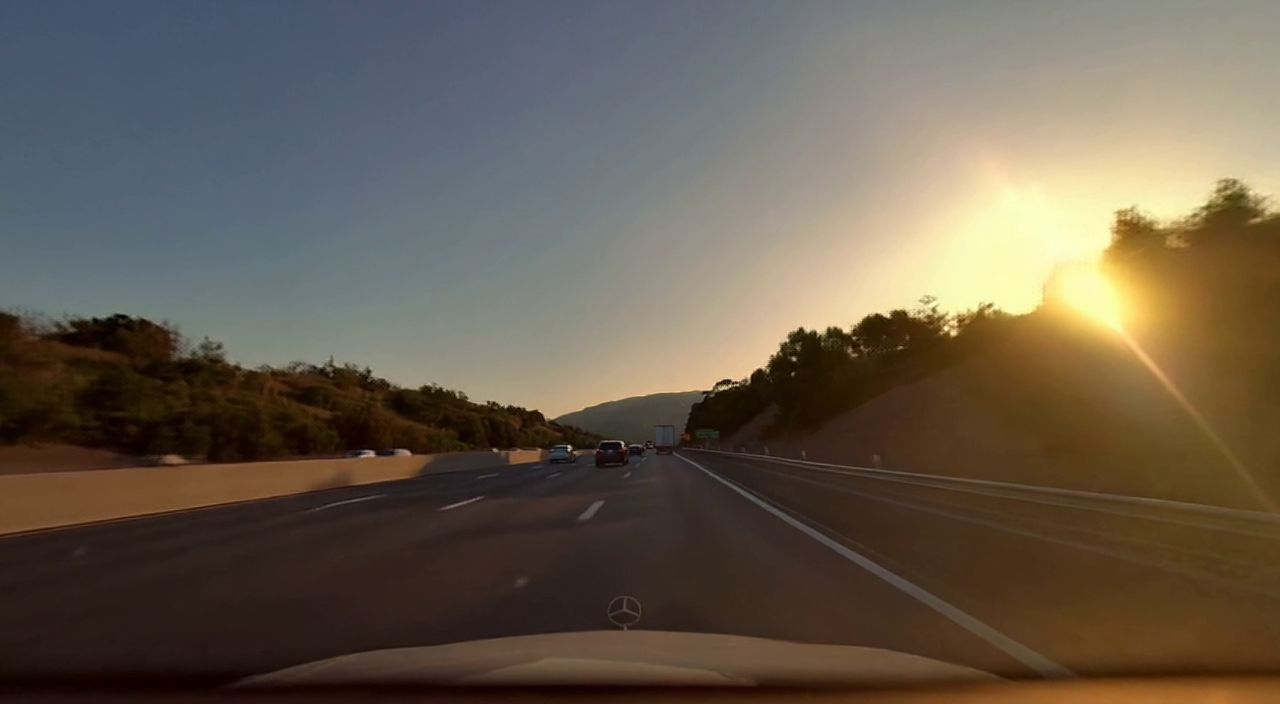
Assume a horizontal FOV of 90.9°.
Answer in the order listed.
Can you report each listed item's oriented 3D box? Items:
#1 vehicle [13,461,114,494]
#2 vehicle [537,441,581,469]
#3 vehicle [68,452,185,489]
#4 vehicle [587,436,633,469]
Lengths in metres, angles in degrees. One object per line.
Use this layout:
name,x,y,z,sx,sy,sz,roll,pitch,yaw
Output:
vehicle,-30.838,6.672,33.888,1.740,1.553,3.840,0,-8,0
vehicle,-5.162,6.625,40.803,2.062,1.691,4.278,0,-8,2
vehicle,-27.185,6.271,33.661,2.068,1.767,4.794,0,-8,2
vehicle,-1.663,5.873,36.957,2.283,1.802,4.810,0,-9,3
